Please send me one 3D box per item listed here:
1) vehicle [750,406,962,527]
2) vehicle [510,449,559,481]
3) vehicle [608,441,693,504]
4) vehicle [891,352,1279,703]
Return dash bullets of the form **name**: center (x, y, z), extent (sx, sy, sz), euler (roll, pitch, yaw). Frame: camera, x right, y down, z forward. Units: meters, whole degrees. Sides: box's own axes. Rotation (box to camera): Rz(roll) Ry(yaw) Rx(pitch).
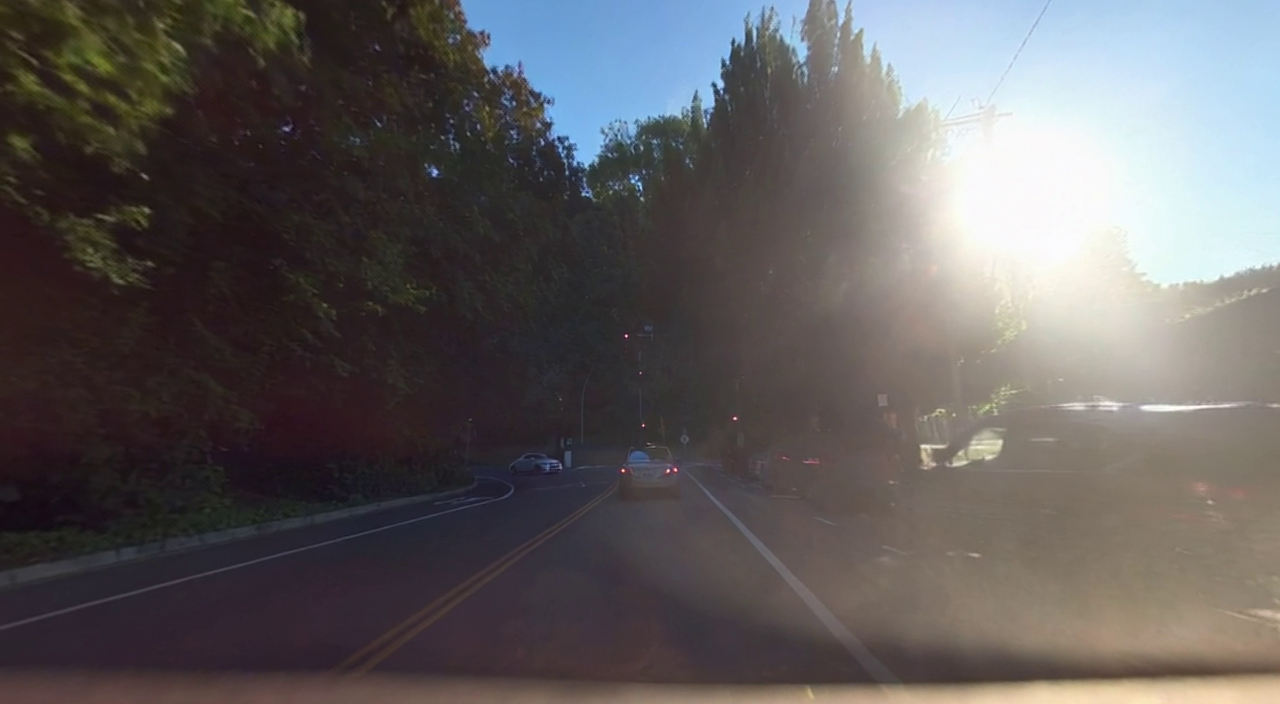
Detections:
- **vehicle**: center (4.251, 2.410, 14.003), extent (2.484, 2.037, 6.362), euler (0, -8, 0)
- **vehicle**: center (-7.338, 7.707, 43.253), extent (2.131, 1.961, 4.955), euler (4, -9, -23)
- **vehicle**: center (0.330, 3.258, 17.585), extent (2.078, 1.521, 4.058), euler (0, -8, 2)
- **vehicle**: center (4.138, 1.224, 5.459), extent (2.093, 1.822, 4.483), euler (0, -8, 1)
